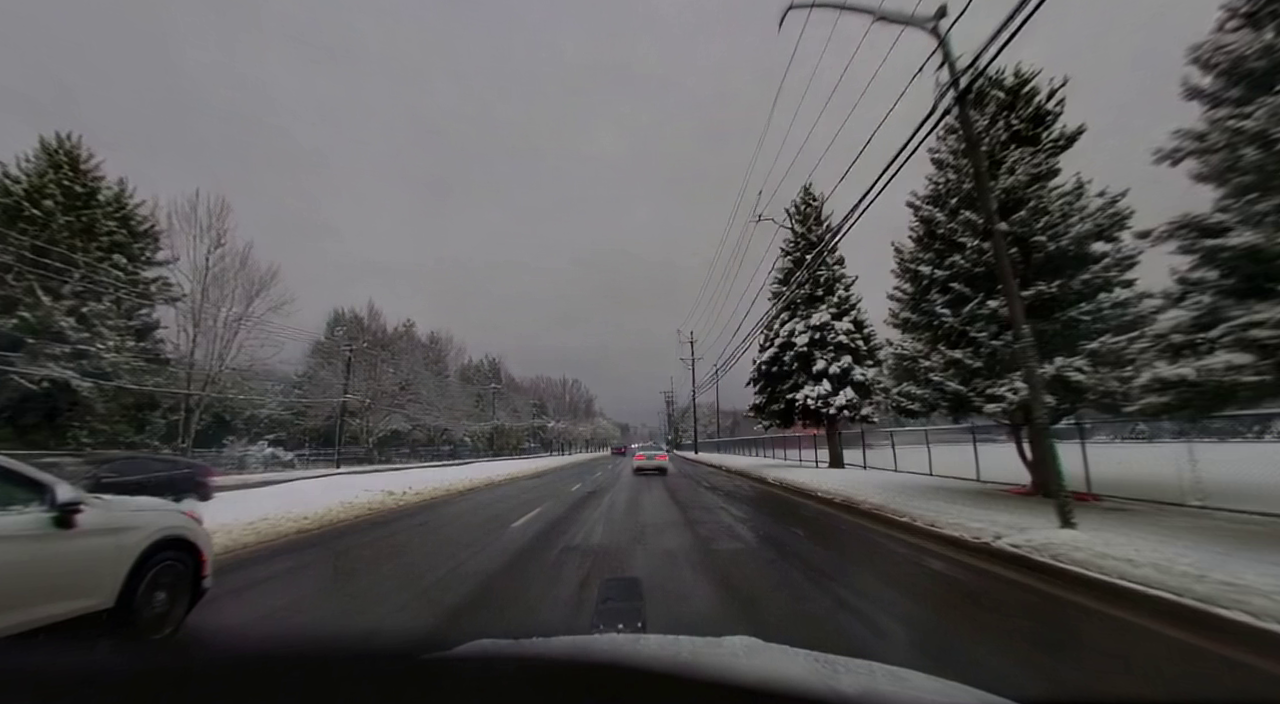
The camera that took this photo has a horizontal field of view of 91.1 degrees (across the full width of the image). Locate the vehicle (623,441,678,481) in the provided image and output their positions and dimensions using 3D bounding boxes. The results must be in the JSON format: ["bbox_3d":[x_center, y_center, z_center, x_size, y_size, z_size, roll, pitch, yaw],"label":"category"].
[{"bbox_3d":[0.412,4.436,25.774,2.059,1.486,3.980,0,-8,1],"label":"vehicle"}]

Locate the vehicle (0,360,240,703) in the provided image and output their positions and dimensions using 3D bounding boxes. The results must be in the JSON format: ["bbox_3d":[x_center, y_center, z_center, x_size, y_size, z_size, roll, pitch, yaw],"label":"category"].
[{"bbox_3d":[-3.893,0.808,2.286,1.950,1.692,4.397,0,-8,0],"label":"vehicle"}]
